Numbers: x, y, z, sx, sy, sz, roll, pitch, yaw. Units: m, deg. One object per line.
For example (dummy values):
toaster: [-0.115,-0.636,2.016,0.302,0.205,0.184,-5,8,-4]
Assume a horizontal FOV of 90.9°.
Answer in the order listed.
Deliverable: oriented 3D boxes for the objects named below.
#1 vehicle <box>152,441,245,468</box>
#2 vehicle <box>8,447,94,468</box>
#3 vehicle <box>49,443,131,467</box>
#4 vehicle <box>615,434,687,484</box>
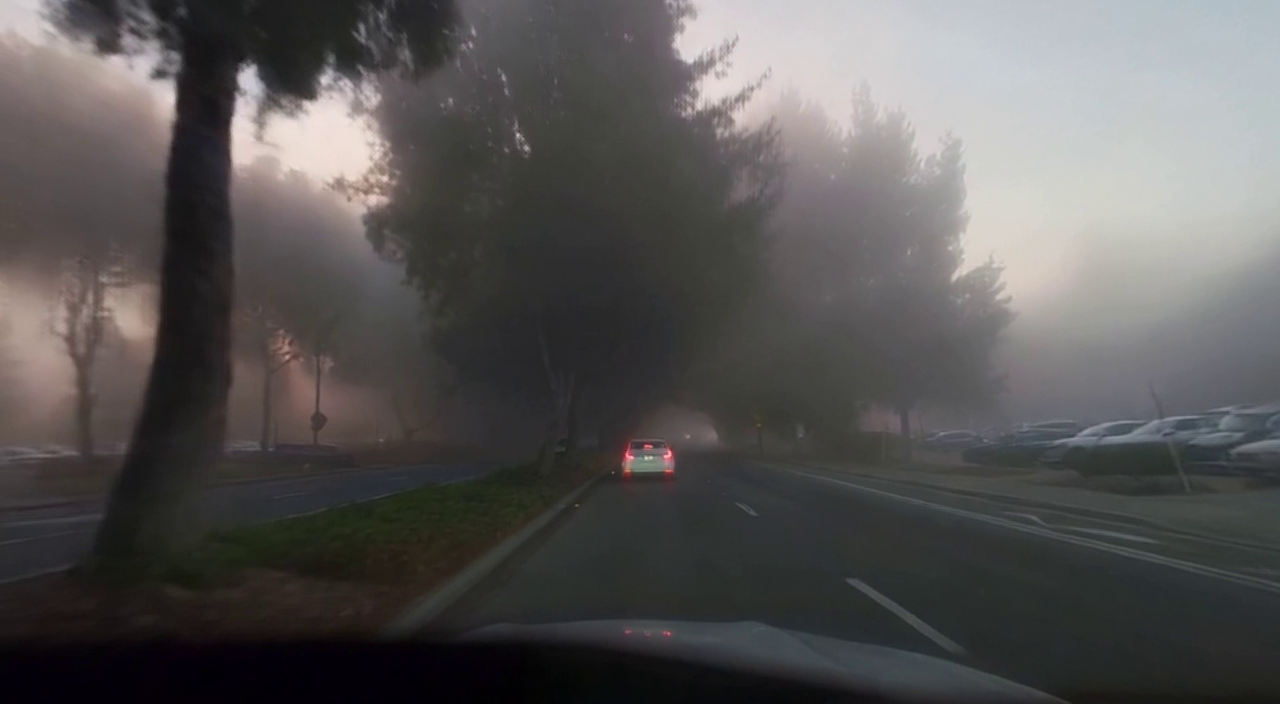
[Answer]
vehicle: [-30.122,6.980,43.135,4.764,1.786,2.091,0,-8,0]
vehicle: [-42.834,7.663,45.915,4.329,1.456,1.790,0,-8,-2]
vehicle: [-42.399,7.914,48.646,4.334,1.769,1.975,0,-8,-2]
vehicle: [0.282,3.423,20.507,2.093,1.442,3.977,0,-8,-1]
